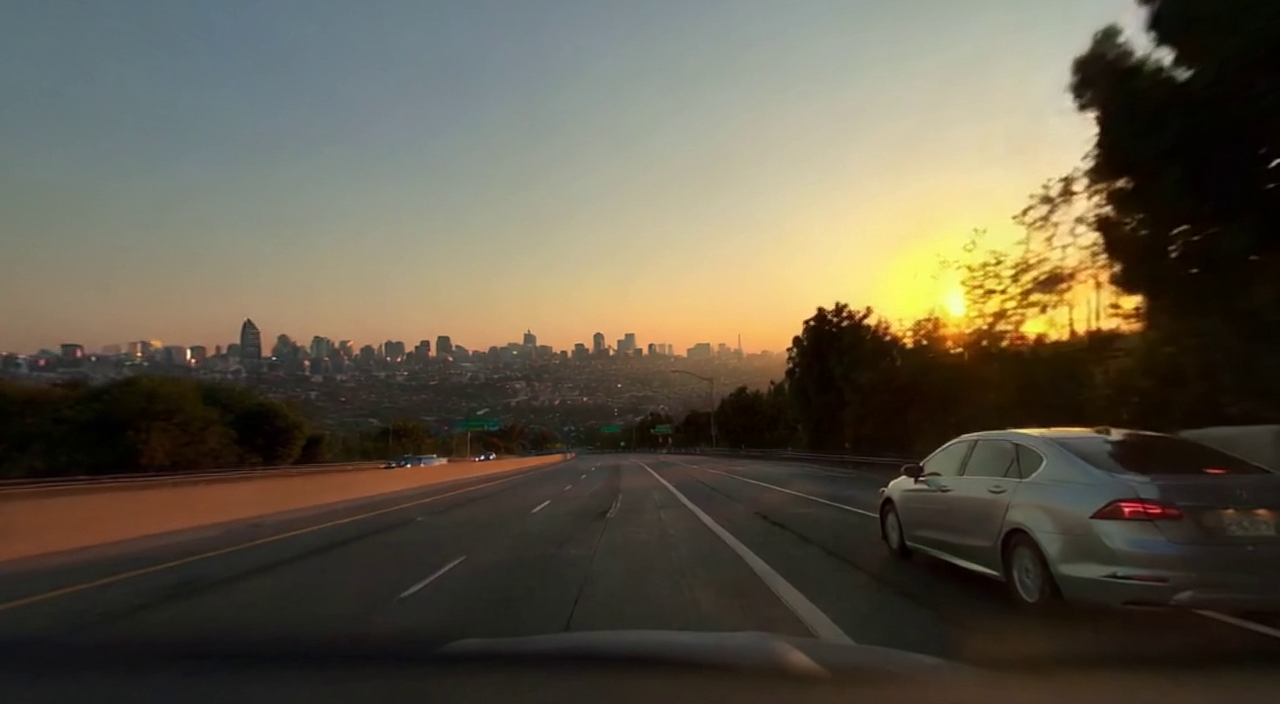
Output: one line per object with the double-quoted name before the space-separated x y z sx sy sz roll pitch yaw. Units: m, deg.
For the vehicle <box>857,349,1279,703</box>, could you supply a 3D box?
"vehicle" 3.207 1.032 3.803 2.104 1.575 4.698 -1 -9 0
